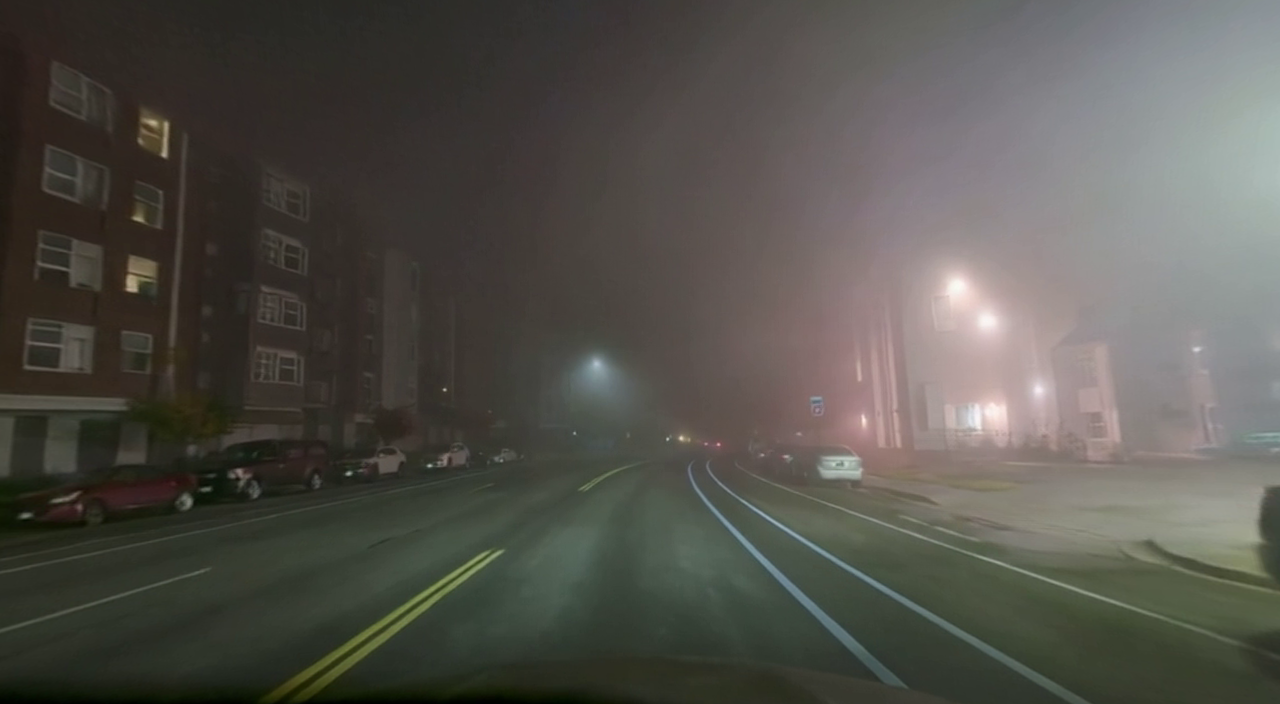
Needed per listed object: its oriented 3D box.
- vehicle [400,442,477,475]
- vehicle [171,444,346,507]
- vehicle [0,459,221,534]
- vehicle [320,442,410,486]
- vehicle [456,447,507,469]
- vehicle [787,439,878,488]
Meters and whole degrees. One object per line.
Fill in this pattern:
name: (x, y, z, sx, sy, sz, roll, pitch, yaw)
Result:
vehicle: (-11.974, 6.365, 38.075, 2.137, 1.835, 5.833, -1, -8, 6)
vehicle: (-12.619, 4.070, 21.561, 2.290, 1.799, 5.801, -1, -8, 1)
vehicle: (-12.443, 3.330, 15.117, 1.723, 1.418, 4.359, -1, -8, 2)
vehicle: (-12.533, 5.103, 29.150, 2.001, 1.836, 4.471, -1, -8, 1)
vehicle: (-11.063, 7.423, 44.381, 1.829, 1.449, 4.713, -2, -9, 8)
vehicle: (6.481, 3.793, 21.822, 1.947, 1.487, 4.549, -1, -8, 3)
